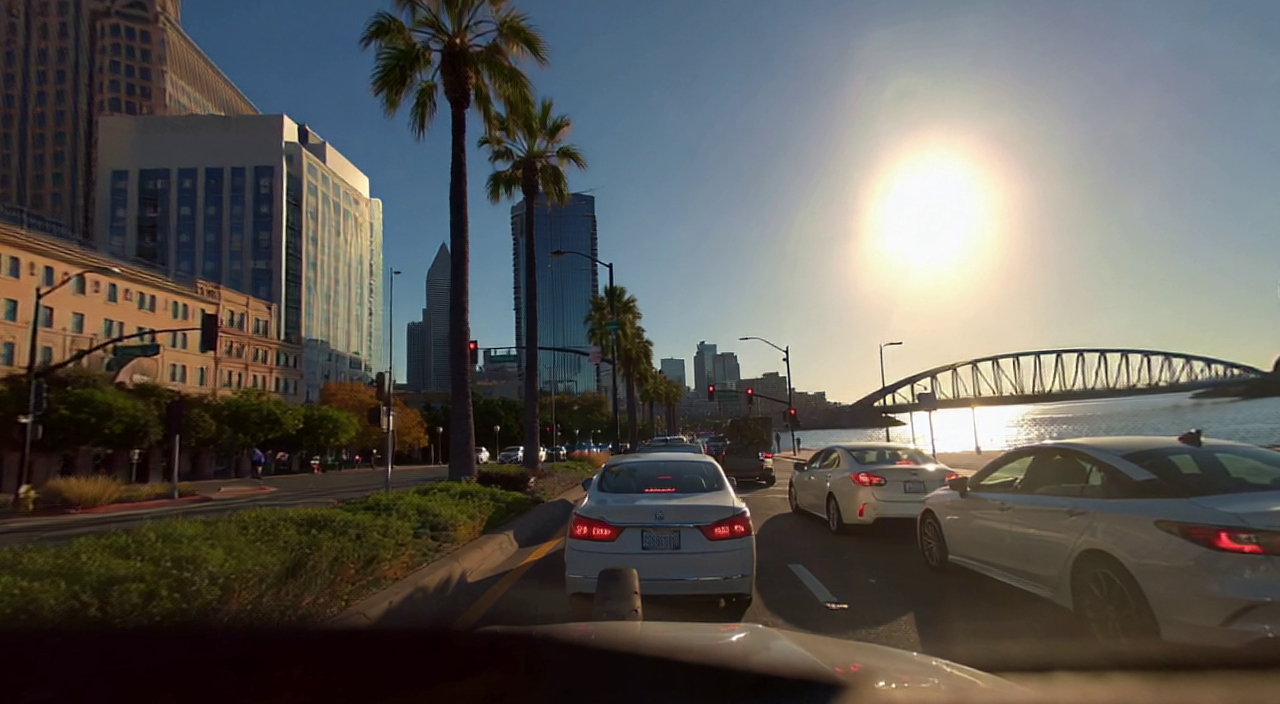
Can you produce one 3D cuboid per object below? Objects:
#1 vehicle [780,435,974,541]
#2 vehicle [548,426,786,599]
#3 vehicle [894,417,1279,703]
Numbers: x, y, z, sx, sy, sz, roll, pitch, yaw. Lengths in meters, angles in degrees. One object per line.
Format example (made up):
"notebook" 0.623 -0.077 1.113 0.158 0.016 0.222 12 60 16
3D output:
"vehicle" 3.889 2.288 11.321 1.920 1.490 4.417 -1 -9 2
"vehicle" 0.263 1.699 7.484 2.093 1.503 3.681 0 -9 1
"vehicle" 3.911 1.363 5.089 1.913 1.469 4.425 0 -9 0
